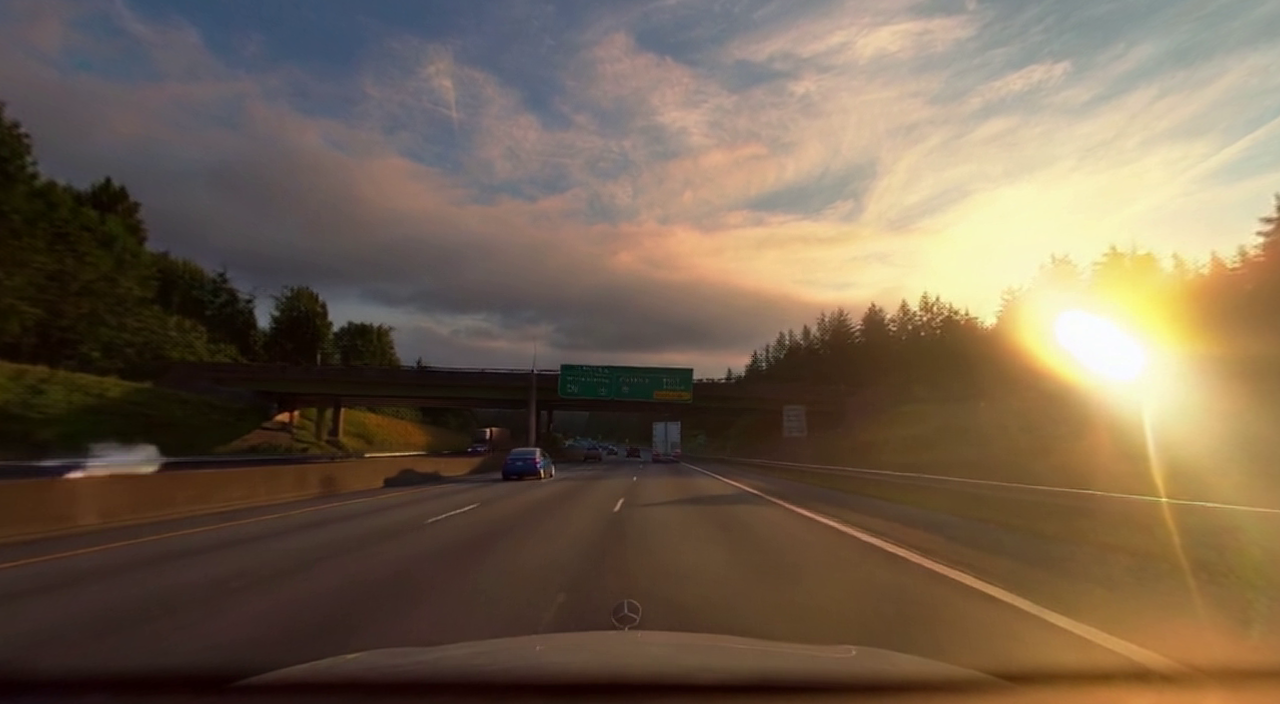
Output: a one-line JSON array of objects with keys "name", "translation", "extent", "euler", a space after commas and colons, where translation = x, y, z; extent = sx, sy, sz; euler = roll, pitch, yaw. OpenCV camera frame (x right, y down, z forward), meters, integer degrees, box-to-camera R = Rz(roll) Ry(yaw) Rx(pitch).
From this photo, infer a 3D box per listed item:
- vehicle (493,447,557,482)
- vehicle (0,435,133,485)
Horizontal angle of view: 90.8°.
[{"name": "vehicle", "translation": [-5.378, 5.315, 30.104], "extent": [2.038, 1.489, 4.603], "euler": [-1, -9, 2]}, {"name": "vehicle", "translation": [-19.334, 3.494, 20.720], "extent": [1.715, 1.453, 4.310], "euler": [0, -9, 1]}]
